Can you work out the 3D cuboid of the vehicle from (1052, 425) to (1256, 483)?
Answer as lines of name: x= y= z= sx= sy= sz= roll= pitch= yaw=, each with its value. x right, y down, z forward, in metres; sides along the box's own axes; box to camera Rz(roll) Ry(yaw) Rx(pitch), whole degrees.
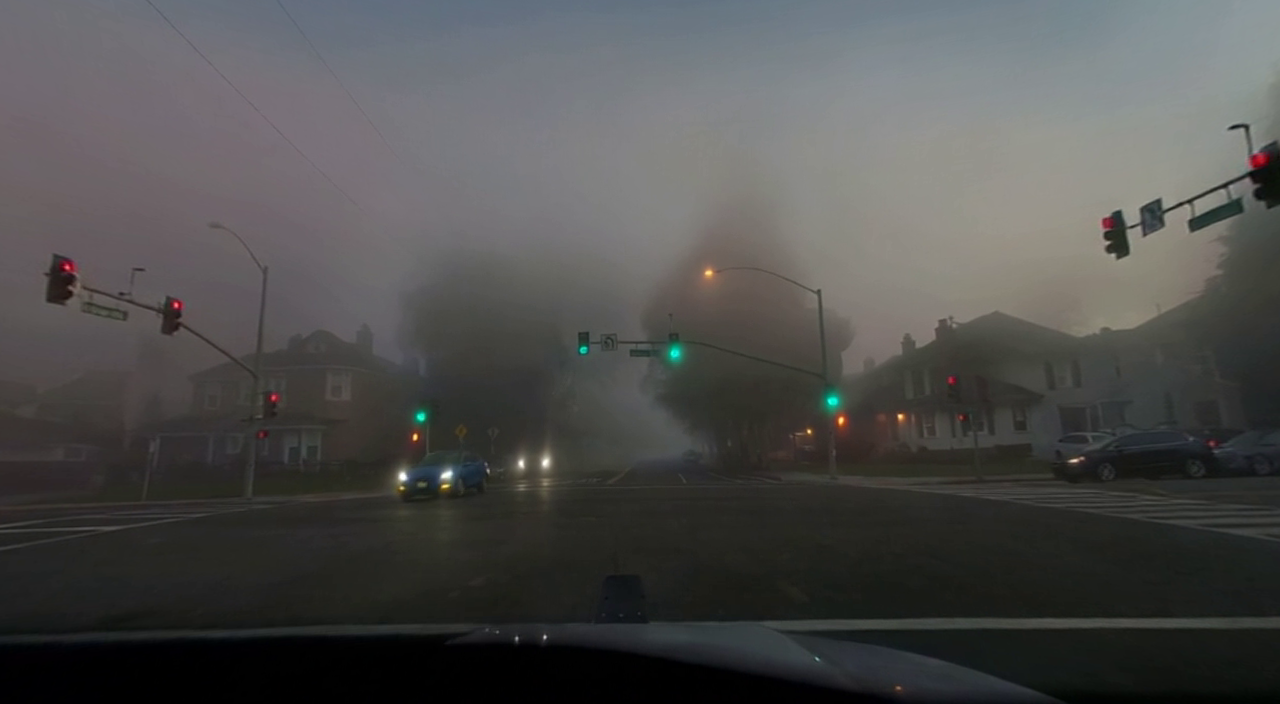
vehicle: x=15.990 y=3.201 z=19.893 sx=4.452 sy=1.711 sz=2.186 roll=0 pitch=-8 yaw=1

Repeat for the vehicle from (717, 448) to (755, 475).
vehicle: x=6.156 y=7.072 z=40.932 sx=1.891 sy=1.611 sz=4.269 roll=0 pitch=-8 yaw=1

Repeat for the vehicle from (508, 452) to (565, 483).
vehicle: x=-6.038 y=6.800 z=37.487 sx=2.270 sy=1.605 sz=4.958 roll=-1 pitch=-8 yaw=3

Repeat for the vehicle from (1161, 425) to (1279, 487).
vehicle: x=16.926 y=2.743 z=16.781 sx=4.345 sy=1.517 sz=1.913 roll=0 pitch=-8 yaw=2

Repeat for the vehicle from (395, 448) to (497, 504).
vehicle: x=-6.494 y=4.166 z=21.695 sx=1.982 sy=1.686 sz=4.195 roll=-1 pitch=-8 yaw=3

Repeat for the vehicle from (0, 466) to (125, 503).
vehicle: x=-30.145 y=6.847 z=32.962 sx=2.106 sy=1.586 sz=5.009 roll=-1 pitch=-8 yaw=5
